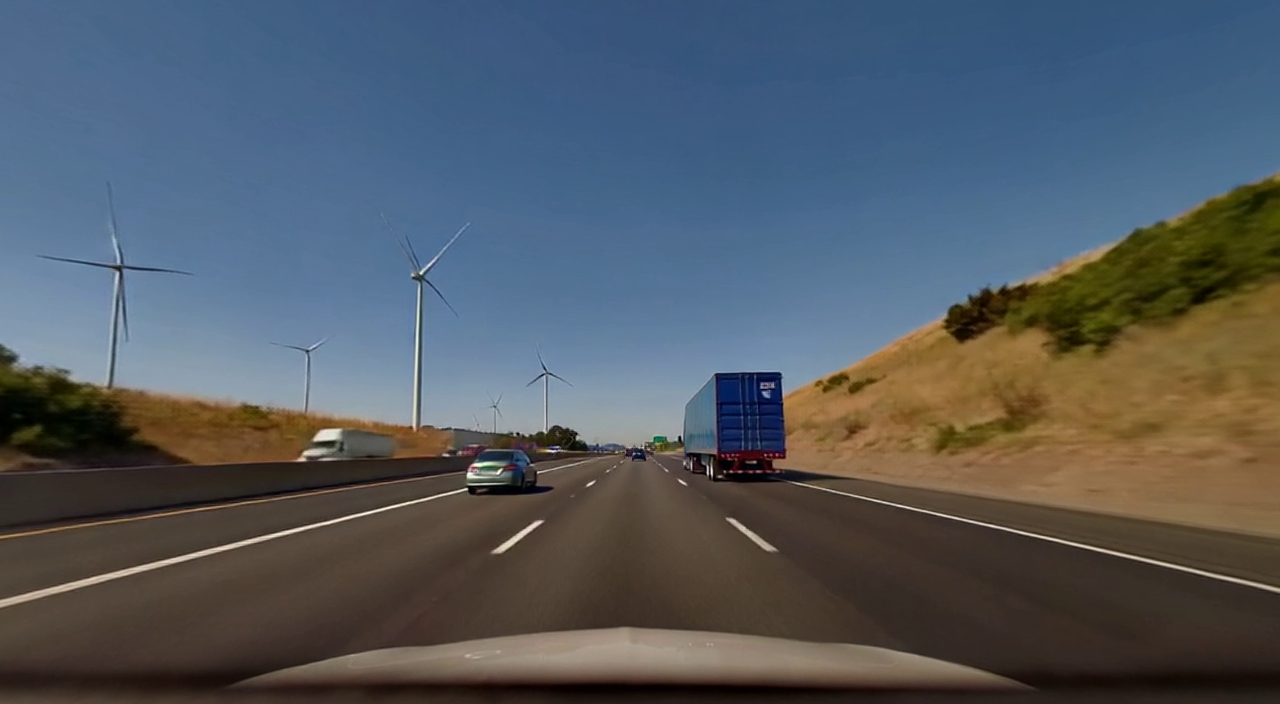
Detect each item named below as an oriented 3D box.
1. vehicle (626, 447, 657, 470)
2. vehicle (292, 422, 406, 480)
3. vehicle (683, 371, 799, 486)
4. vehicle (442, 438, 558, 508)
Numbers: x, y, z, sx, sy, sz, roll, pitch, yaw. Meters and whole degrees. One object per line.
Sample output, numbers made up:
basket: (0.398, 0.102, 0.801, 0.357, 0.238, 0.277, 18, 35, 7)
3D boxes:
vehicle: (0.064, 7.040, 41.819, 1.931, 1.453, 3.695, 0, -9, -1)
vehicle: (-19.000, 6.625, 42.155, 2.949, 3.398, 9.439, 0, -9, 1)
vehicle: (3.984, 3.708, 28.946, 2.947, 3.989, 13.568, 0, -9, -1)
vehicle: (-3.364, 2.993, 15.991, 1.952, 1.521, 4.095, 0, -9, 1)
